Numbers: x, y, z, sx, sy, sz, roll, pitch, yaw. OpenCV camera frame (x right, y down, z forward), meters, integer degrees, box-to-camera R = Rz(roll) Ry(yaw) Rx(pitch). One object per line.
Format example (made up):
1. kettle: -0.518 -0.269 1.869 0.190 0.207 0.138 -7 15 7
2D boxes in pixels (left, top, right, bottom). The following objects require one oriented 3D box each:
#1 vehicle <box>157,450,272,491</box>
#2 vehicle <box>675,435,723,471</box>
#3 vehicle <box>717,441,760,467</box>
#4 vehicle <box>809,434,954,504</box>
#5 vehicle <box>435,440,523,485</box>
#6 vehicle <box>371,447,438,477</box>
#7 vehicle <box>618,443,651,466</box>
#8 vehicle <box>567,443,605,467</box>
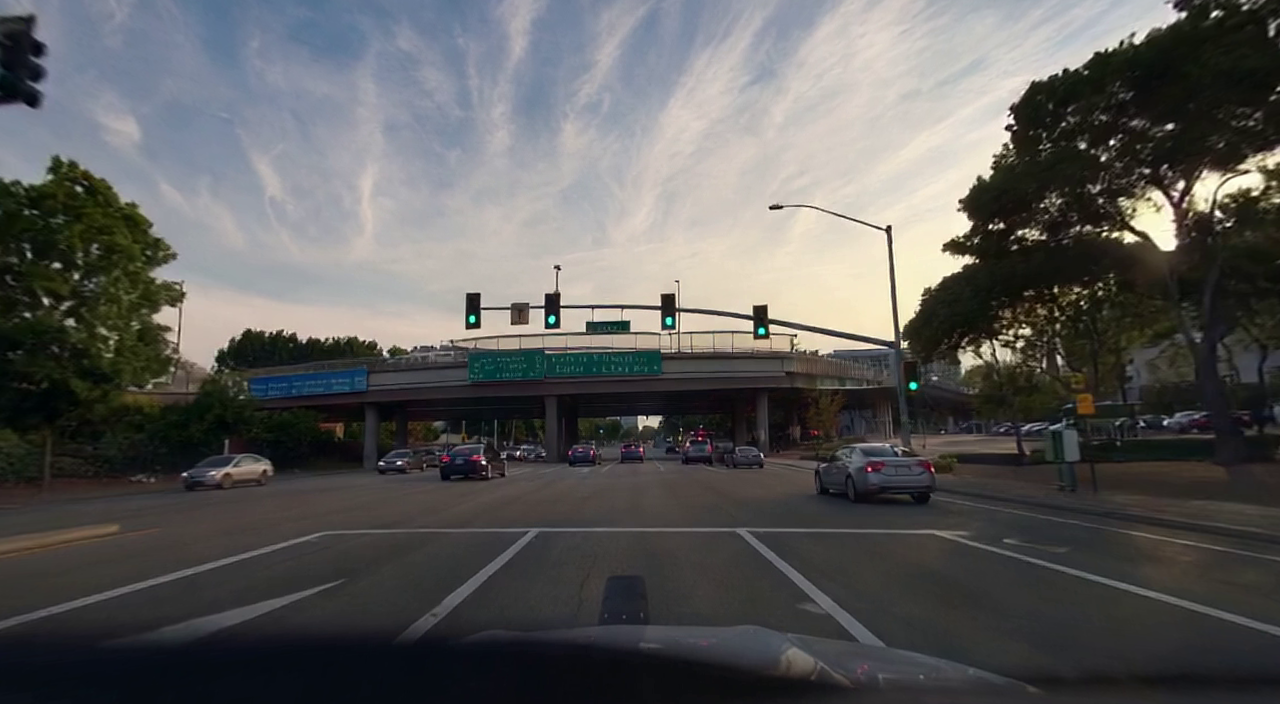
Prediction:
1. vehicle: -18.900 5.255 28.201 1.939 1.648 4.569 0 -8 0
2. vehicle: 3.029 5.309 33.132 2.034 1.762 4.420 0 -8 -1
3. vehicle: 6.235 6.492 40.041 1.924 1.527 4.268 0 -8 -2
4. vehicle: 6.291 3.087 17.020 2.056 1.624 4.498 0 -8 -1
5. vehicle: -5.899 4.082 23.539 2.070 1.488 4.376 0 -8 1
6. vehicle: -12.246 5.721 32.959 1.802 1.478 4.391 0 -8 1
7. vehicle: -0.358 6.748 41.453 2.026 1.453 3.780 0 -8 0
8. vehicle: -3.336 6.502 39.800 2.041 1.466 4.212 0 -8 0
